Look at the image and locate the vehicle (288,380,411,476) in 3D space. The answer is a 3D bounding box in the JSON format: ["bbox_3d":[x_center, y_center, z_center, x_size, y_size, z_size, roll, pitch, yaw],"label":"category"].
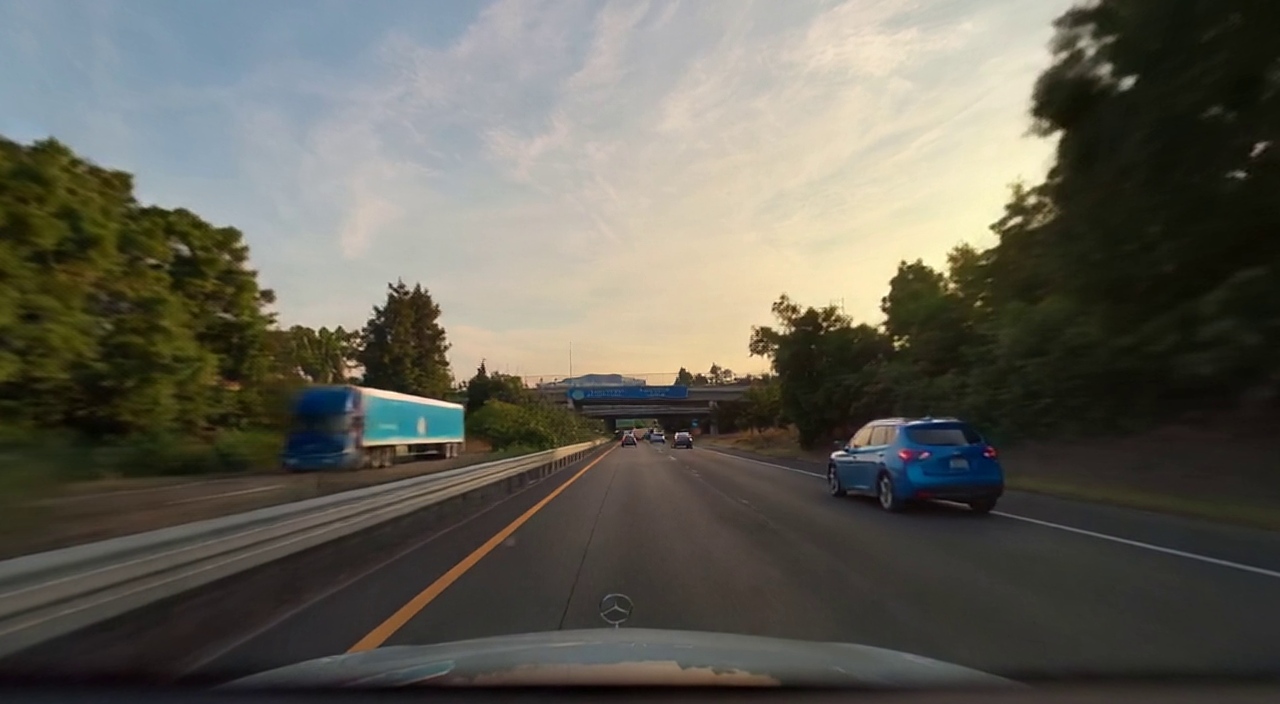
[{"bbox_3d":[-13.291,3.591,29.531,2.950,4.010,6.013,0,-8,-2],"label":"vehicle"}]

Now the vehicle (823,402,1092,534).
[{"bbox_3d":[4.643,1.751,10.105,2.073,1.651,4.065,0,-8,-2],"label":"vehicle"}]
